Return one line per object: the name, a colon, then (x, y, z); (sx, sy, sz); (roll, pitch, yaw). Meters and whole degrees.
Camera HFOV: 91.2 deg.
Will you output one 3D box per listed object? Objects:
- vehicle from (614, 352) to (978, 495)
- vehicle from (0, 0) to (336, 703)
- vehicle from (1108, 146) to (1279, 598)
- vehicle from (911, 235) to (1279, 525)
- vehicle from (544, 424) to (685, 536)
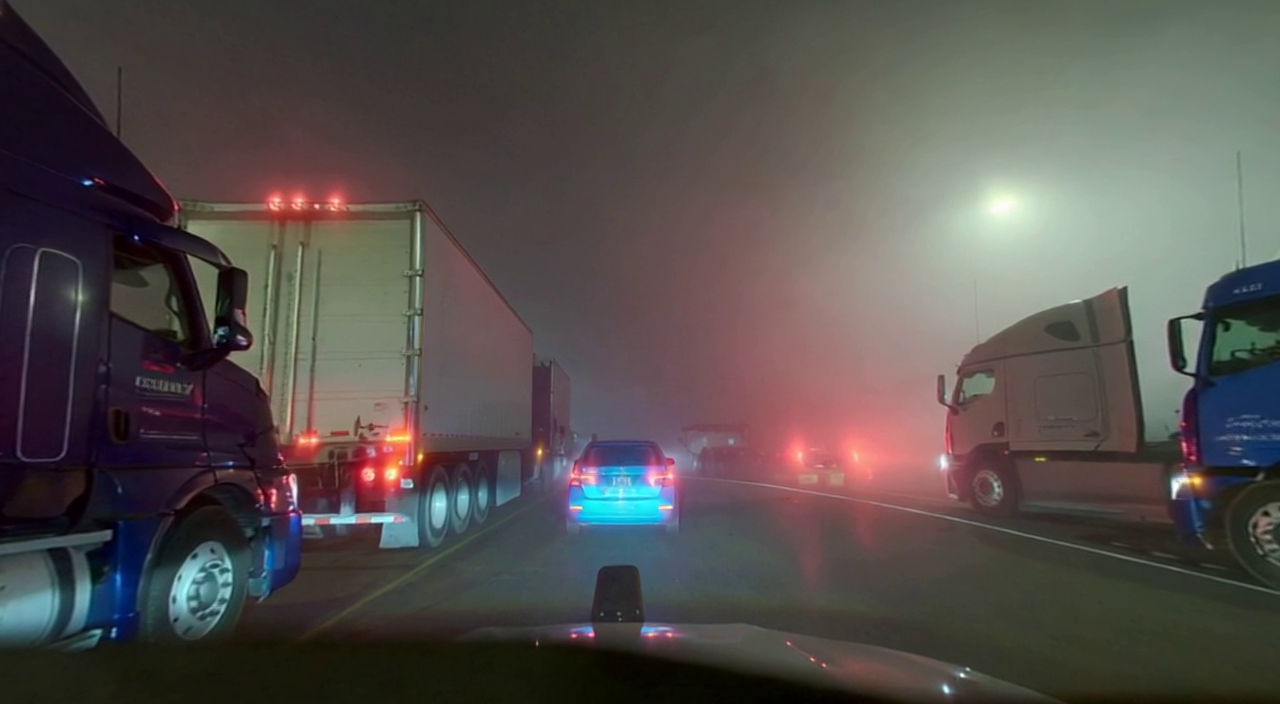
vehicle: (4.738, 2.987, 24.497); (2.877, 4.124, 14.516); (4, -10, -41)
vehicle: (-3.953, -0.190, 0.456); (2.986, 3.391, 9.523); (0, -9, -2)
vehicle: (11.163, -0.364, 3.108); (13.564, 4.152, 3.110); (-9, -12, 42)
vehicle: (10.744, 0.458, 9.733); (11.409, 4.186, 2.923); (-8, -12, 41)
vehicle: (-0.402, 2.270, 11.631); (2.140, 1.682, 3.971); (0, -9, 0)
